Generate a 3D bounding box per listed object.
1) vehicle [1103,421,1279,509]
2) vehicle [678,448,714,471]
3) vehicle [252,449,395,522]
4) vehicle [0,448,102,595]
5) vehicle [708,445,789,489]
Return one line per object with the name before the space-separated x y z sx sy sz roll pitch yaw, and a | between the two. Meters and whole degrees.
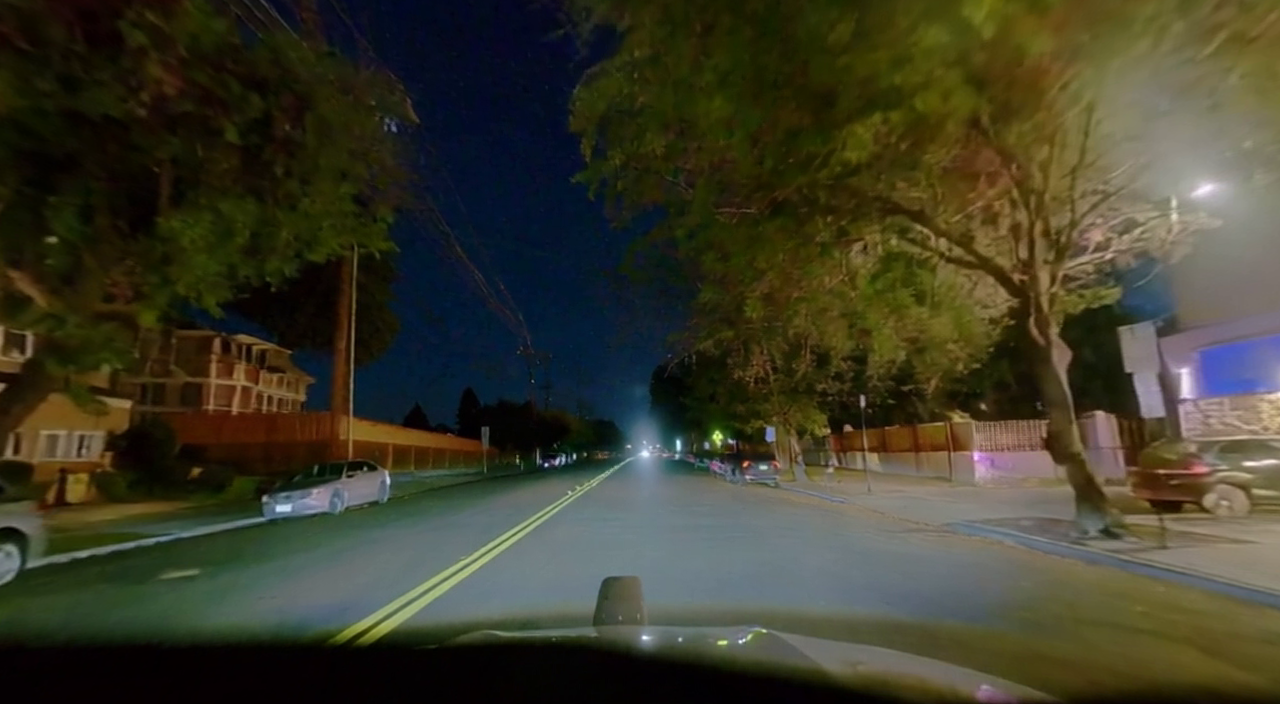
vehicle | 11.870 2.074 11.850 4.716 1.480 2.023 0 -8 1
vehicle | 3.853 7.467 44.132 2.031 1.470 4.470 0 -8 -1
vehicle | -8.803 3.686 18.076 1.970 1.785 4.274 0 -8 -2
vehicle | -8.570 1.893 6.645 1.913 1.723 4.318 0 -8 1
vehicle | 4.184 4.508 25.181 2.052 1.476 4.438 -2 -9 -5
